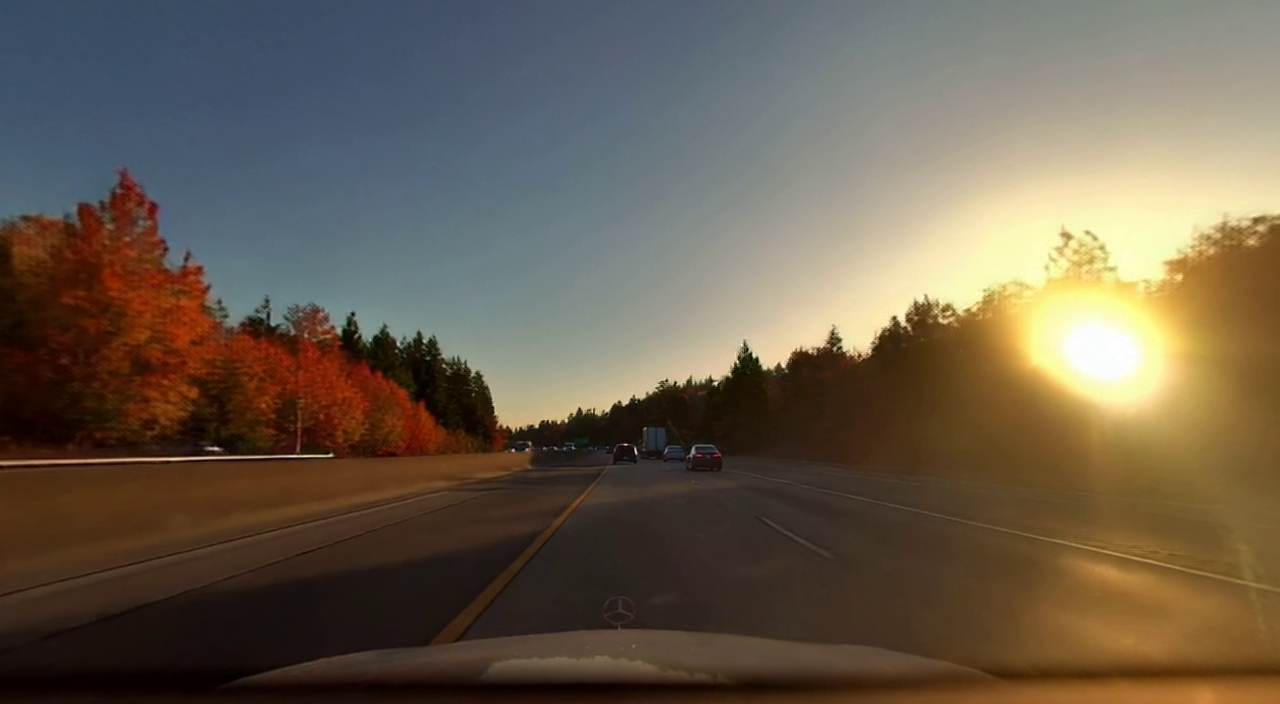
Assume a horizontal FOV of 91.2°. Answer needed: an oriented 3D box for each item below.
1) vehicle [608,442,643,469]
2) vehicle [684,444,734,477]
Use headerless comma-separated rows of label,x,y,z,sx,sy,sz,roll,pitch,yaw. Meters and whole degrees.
vehicle,-1.007,6.817,41.381,2.151,1.693,4.201,0,-9,-2
vehicle,3.410,5.412,31.599,1.968,1.513,3.911,0,-9,-1
